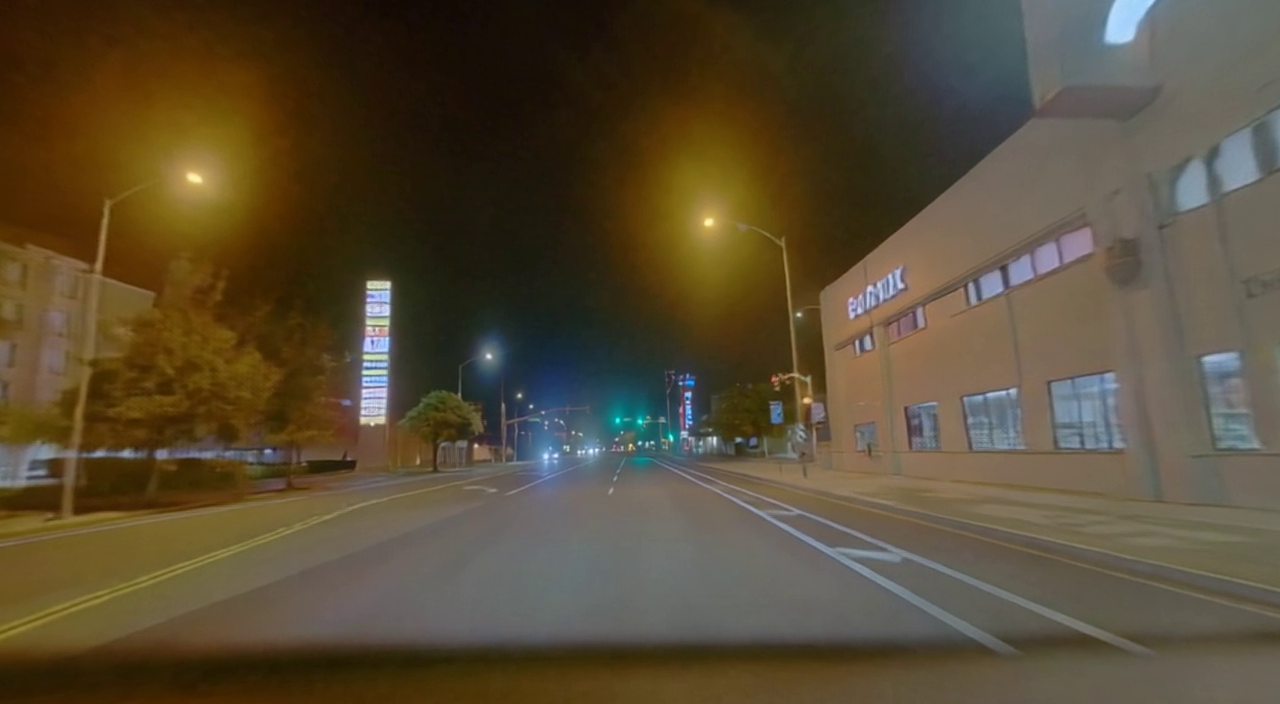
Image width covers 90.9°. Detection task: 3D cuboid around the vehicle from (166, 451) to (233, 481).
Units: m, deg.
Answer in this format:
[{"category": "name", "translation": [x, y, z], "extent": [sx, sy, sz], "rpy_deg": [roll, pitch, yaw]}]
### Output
[{"category": "vehicle", "translation": [-29.094, 7.460, 41.528], "extent": [4.811, 1.756, 2.070], "rpy_deg": [-6, -11, 37]}]
